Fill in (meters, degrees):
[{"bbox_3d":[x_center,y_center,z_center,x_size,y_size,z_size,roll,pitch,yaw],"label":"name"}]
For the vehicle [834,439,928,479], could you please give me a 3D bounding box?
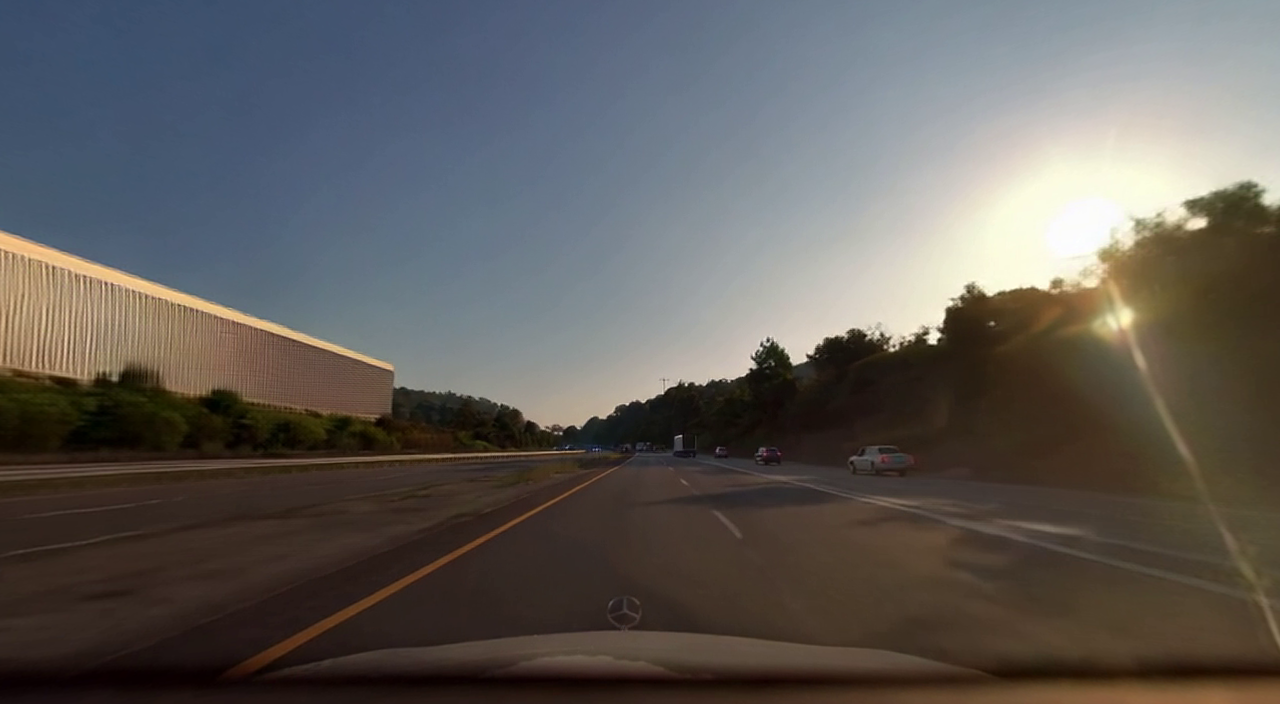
[{"bbox_3d":[10.682,4.777,28.391,2.127,1.646,4.926,0,-9,-2],"label":"vehicle"}]
